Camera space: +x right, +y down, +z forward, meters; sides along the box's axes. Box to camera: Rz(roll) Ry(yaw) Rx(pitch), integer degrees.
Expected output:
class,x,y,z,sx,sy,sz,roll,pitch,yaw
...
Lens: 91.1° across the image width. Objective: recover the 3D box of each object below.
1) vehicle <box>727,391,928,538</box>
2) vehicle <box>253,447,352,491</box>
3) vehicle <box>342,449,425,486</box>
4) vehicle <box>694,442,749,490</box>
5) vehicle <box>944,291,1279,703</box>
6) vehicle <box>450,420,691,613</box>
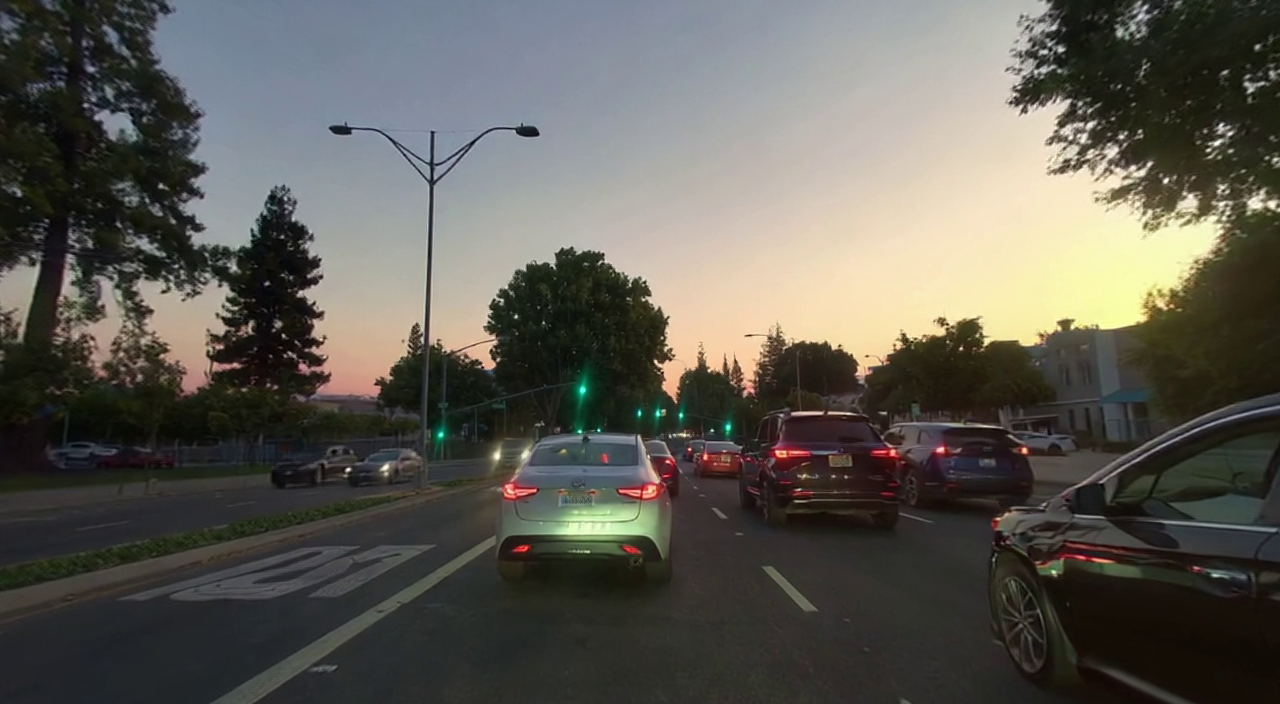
class,x,y,z,sx,sy,sz,roll,pitch,yaw
vehicle,3.574,2.317,13.569,2.516,2.481,5.766,0,-8,0
vehicle,-16.126,5.563,30.361,2.077,1.925,4.626,0,-8,2
vehicle,-12.511,5.650,31.047,2.005,1.660,4.676,0,-8,2
vehicle,3.008,4.268,23.933,1.518,1.650,4.408,0,-8,1
vehicle,3.159,0.795,2.189,1.982,1.960,4.427,0,-8,1
vehicle,-0.586,1.746,7.611,2.111,1.676,4.018,0,-8,1
